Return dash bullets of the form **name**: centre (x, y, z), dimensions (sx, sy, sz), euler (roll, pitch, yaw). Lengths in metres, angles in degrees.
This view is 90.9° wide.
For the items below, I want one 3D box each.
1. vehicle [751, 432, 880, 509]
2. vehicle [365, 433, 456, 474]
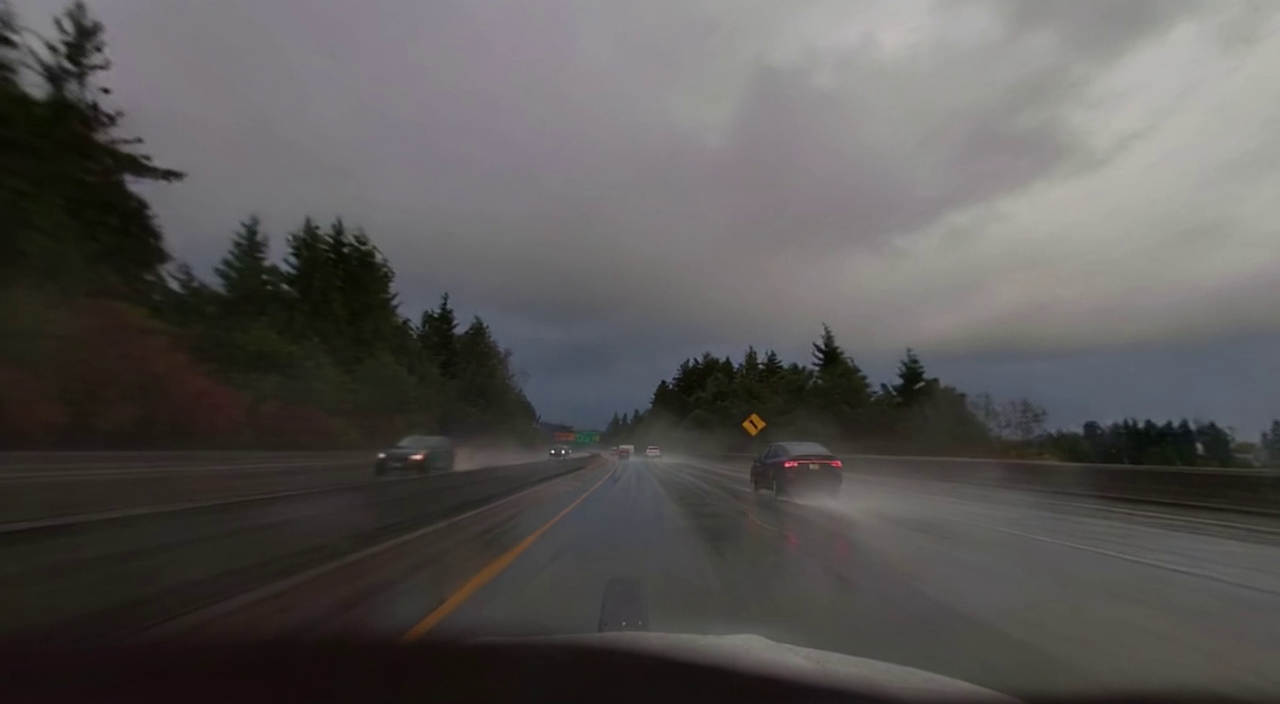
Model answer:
- **vehicle**: centre (4.240, 2.938, 16.066), dimensions (1.933, 1.663, 4.440), euler (0, -9, -1)
- **vehicle**: centre (-8.784, 3.943, 24.505), dimensions (1.901, 1.429, 4.395), euler (0, -9, 0)
